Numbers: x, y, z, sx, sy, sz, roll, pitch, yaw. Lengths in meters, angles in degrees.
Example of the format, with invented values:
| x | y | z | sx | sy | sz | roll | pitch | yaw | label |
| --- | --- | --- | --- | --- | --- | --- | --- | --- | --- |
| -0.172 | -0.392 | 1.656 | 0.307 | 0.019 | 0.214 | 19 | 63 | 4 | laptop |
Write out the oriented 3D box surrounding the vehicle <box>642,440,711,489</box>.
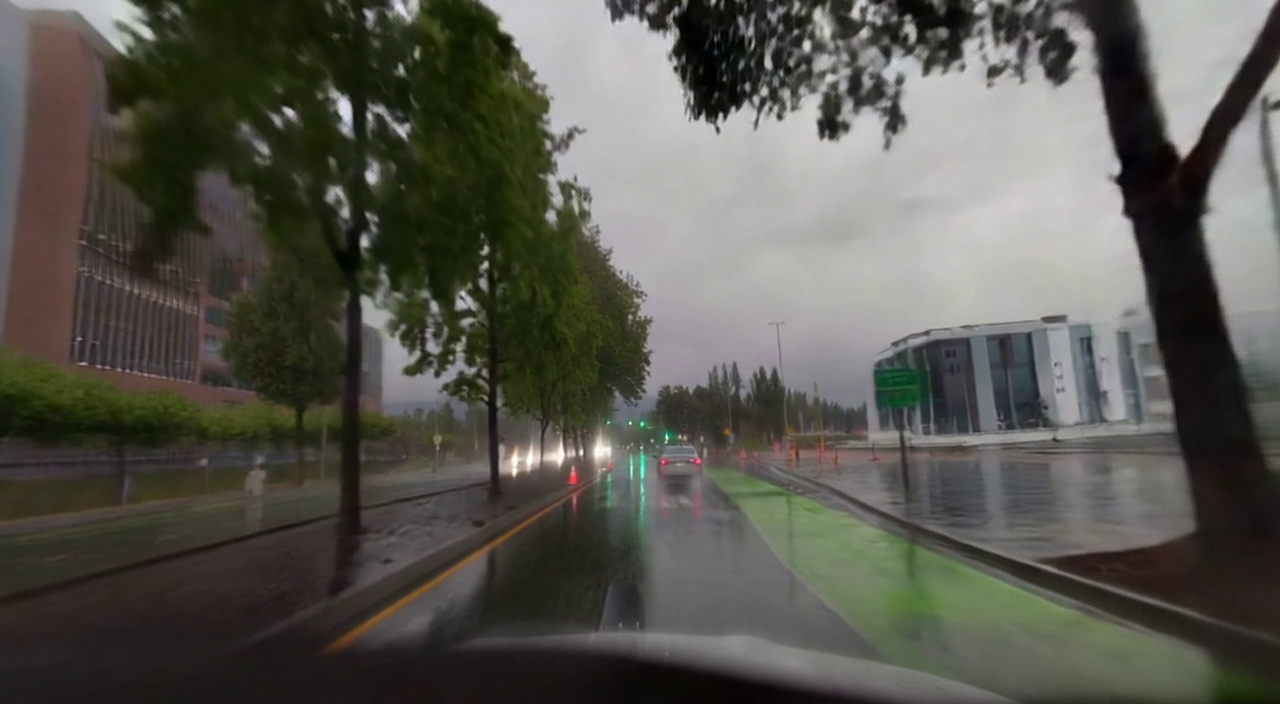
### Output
| x | y | z | sx | sy | sz | roll | pitch | yaw | label |
| --- | --- | --- | --- | --- | --- | --- | --- | --- | --- |
| 1.191 | 3.862 | 21.976 | 2.114 | 1.493 | 4.430 | 0 | -9 | 1 | vehicle |
